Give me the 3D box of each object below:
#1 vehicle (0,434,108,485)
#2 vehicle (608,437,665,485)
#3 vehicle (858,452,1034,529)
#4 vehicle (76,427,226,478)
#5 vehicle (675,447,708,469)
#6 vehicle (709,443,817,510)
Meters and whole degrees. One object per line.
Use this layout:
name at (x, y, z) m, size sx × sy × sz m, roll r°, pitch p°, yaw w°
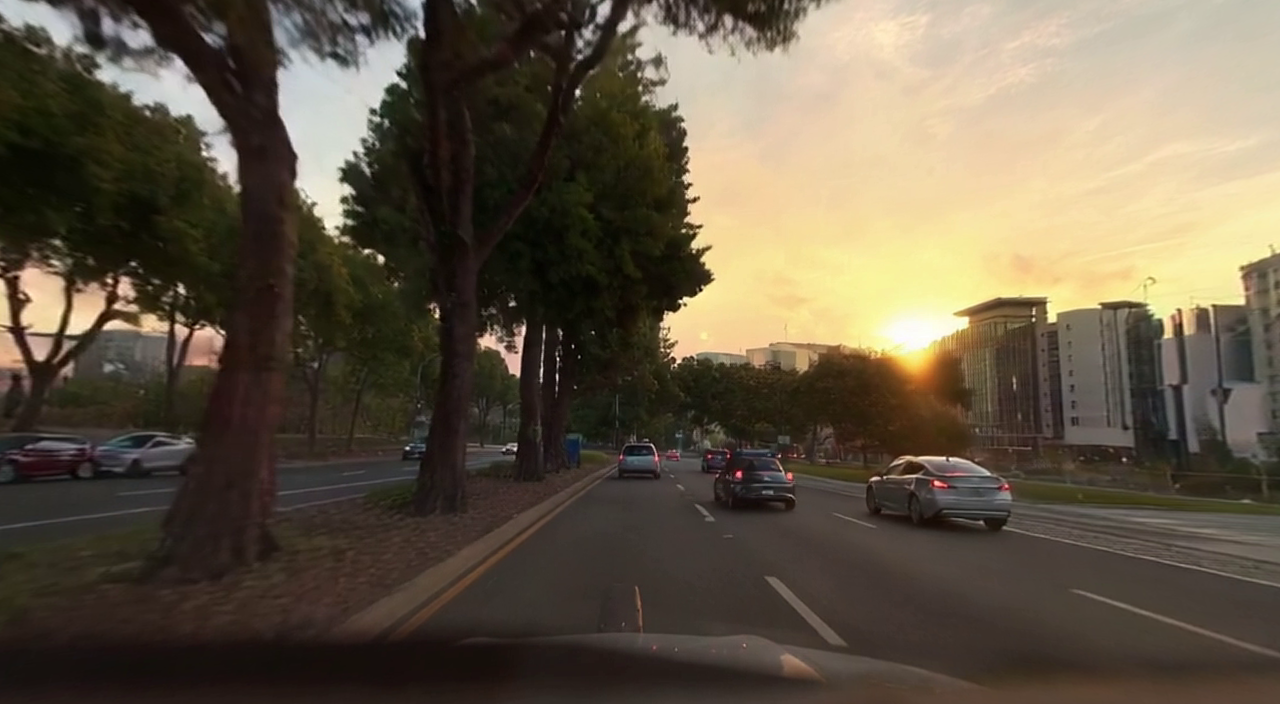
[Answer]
vehicle at (-19.048, 3.222, 18.934) m, size 1.905 × 1.428 × 4.637 m, roll 0°, pitch -8°, yaw 0°
vehicle at (-0.089, 4.196, 24.486) m, size 2.008 × 1.674 × 4.239 m, roll 0°, pitch -8°, yaw 1°
vehicle at (6.860, 3.113, 14.699) m, size 1.944 × 1.458 × 4.268 m, roll 0°, pitch -8°, yaw 0°
vehicle at (-19.092, 3.955, 24.903) m, size 2.043 × 1.707 × 4.798 m, roll 3°, pitch -9°, yaw -1°
vehicle at (3.644, 7.567, 45.164) m, size 2.012 × 1.462 × 4.163 m, roll 0°, pitch -8°, yaw -1°
vehicle at (3.036, 3.154, 16.444) m, size 1.932 × 1.510 × 4.168 m, roll 0°, pitch -8°, yaw -1°
